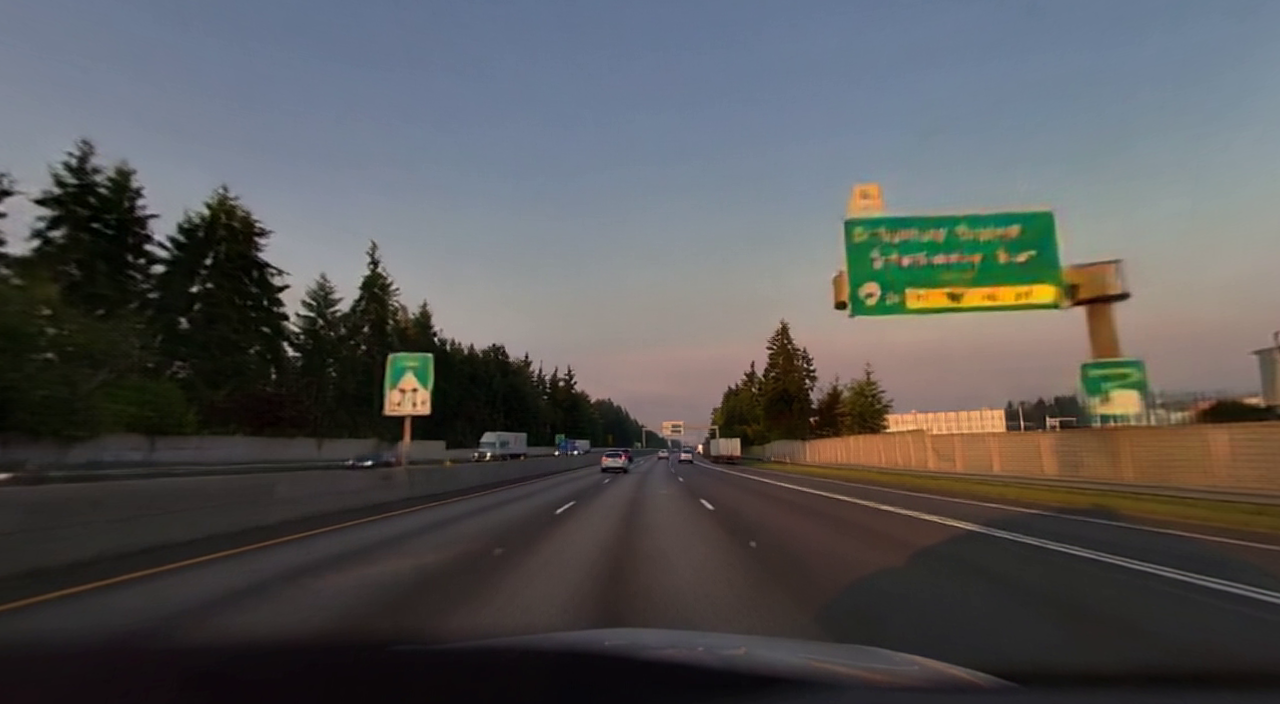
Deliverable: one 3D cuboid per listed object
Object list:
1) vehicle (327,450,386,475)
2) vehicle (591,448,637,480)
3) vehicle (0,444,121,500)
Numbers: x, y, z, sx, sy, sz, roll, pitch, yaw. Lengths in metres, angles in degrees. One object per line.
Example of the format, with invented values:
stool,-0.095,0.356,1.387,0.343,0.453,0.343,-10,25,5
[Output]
vehicle,-19.086,7.440,42.628,1.845,1.560,4.095,-1,-9,5
vehicle,-1.263,5.654,32.064,2.035,1.513,4.272,0,-9,1
vehicle,-19.162,3.728,19.831,1.859,1.580,4.271,-1,-9,2
